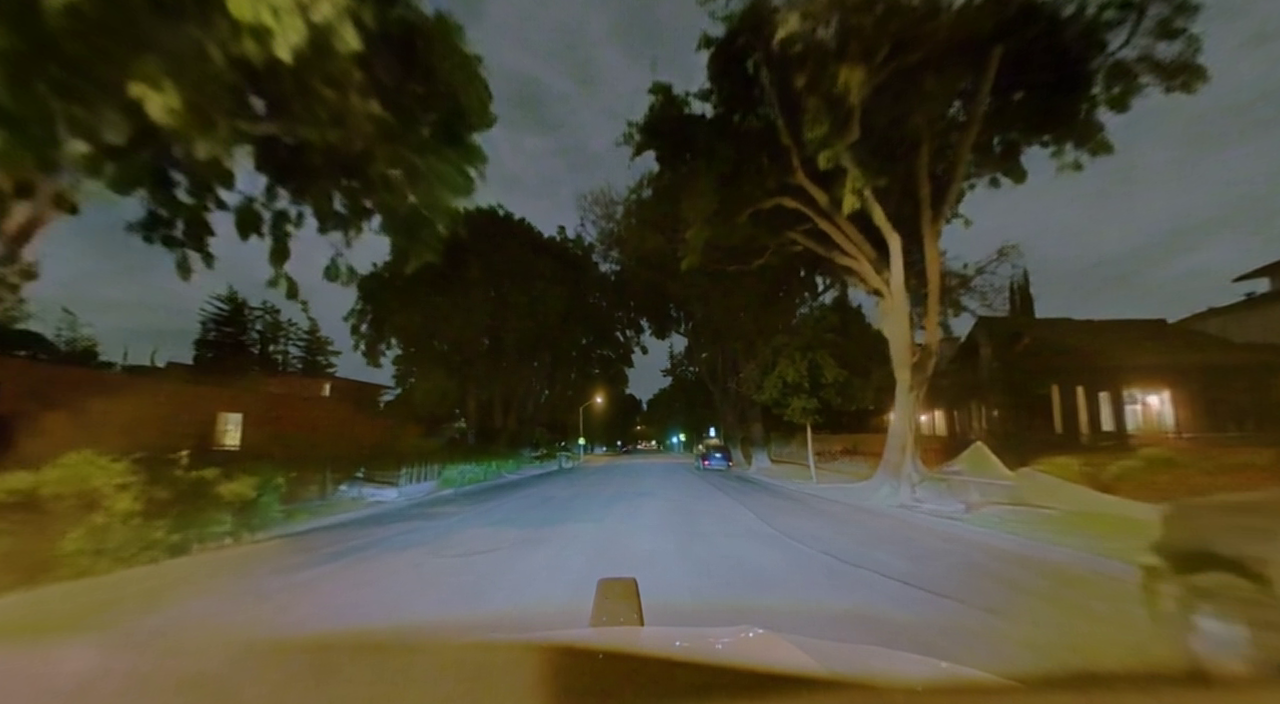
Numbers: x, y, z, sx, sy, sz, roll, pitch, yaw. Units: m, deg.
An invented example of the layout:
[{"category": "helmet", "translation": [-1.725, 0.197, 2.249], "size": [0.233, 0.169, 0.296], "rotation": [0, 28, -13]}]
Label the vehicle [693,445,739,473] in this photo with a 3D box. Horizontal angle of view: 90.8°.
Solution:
[{"category": "vehicle", "translation": [4.209, 6.013, 35.690], "size": [2.013, 1.473, 4.329], "rotation": [0, -9, -1]}]

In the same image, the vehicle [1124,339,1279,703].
[{"category": "vehicle", "translation": [3.661, 0.595, 1.119], "size": [2.055, 1.738, 4.448], "rotation": [0, -9, 0]}]
